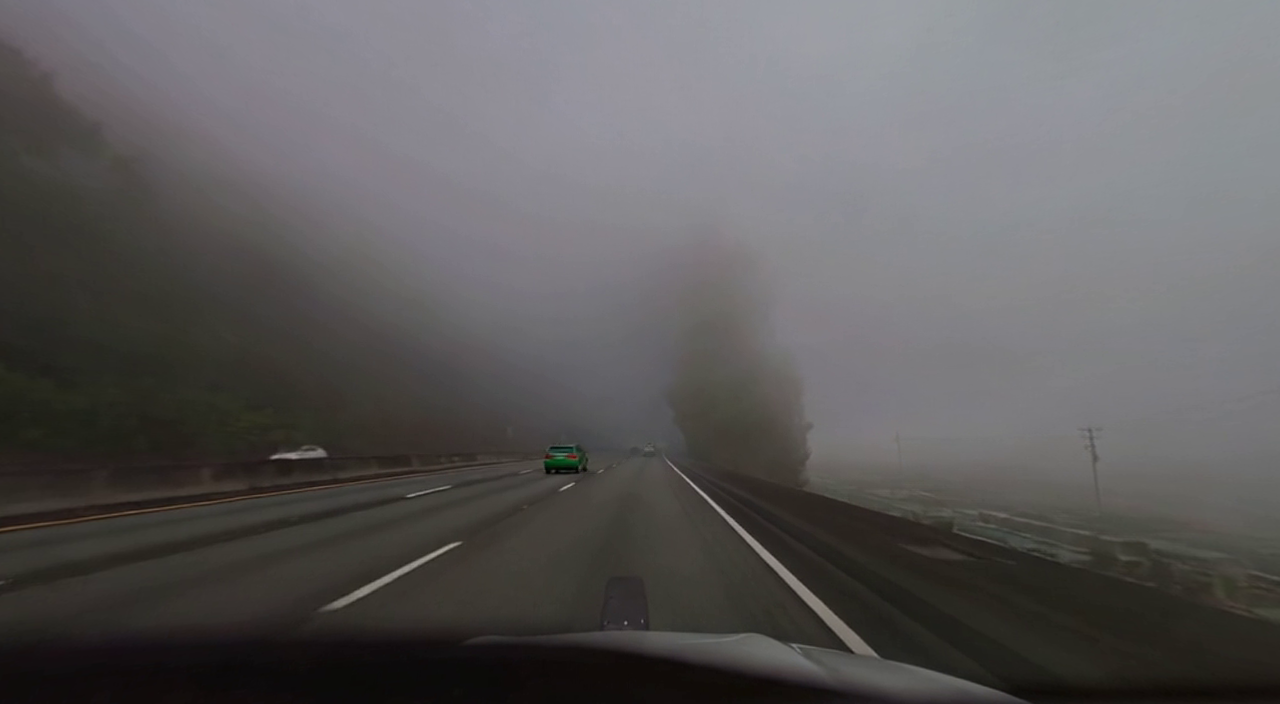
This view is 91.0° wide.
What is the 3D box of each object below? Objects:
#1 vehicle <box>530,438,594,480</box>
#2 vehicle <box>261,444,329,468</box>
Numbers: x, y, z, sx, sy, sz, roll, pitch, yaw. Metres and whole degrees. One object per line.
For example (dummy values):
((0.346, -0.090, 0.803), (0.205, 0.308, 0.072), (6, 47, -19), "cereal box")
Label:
((-3.061, 4.296, 25.617), (2.015, 1.561, 4.469), (0, -8, 0), "vehicle")
((-22.281, 6.708, 40.828), (1.791, 1.462, 4.451), (0, -8, 2), "vehicle")
